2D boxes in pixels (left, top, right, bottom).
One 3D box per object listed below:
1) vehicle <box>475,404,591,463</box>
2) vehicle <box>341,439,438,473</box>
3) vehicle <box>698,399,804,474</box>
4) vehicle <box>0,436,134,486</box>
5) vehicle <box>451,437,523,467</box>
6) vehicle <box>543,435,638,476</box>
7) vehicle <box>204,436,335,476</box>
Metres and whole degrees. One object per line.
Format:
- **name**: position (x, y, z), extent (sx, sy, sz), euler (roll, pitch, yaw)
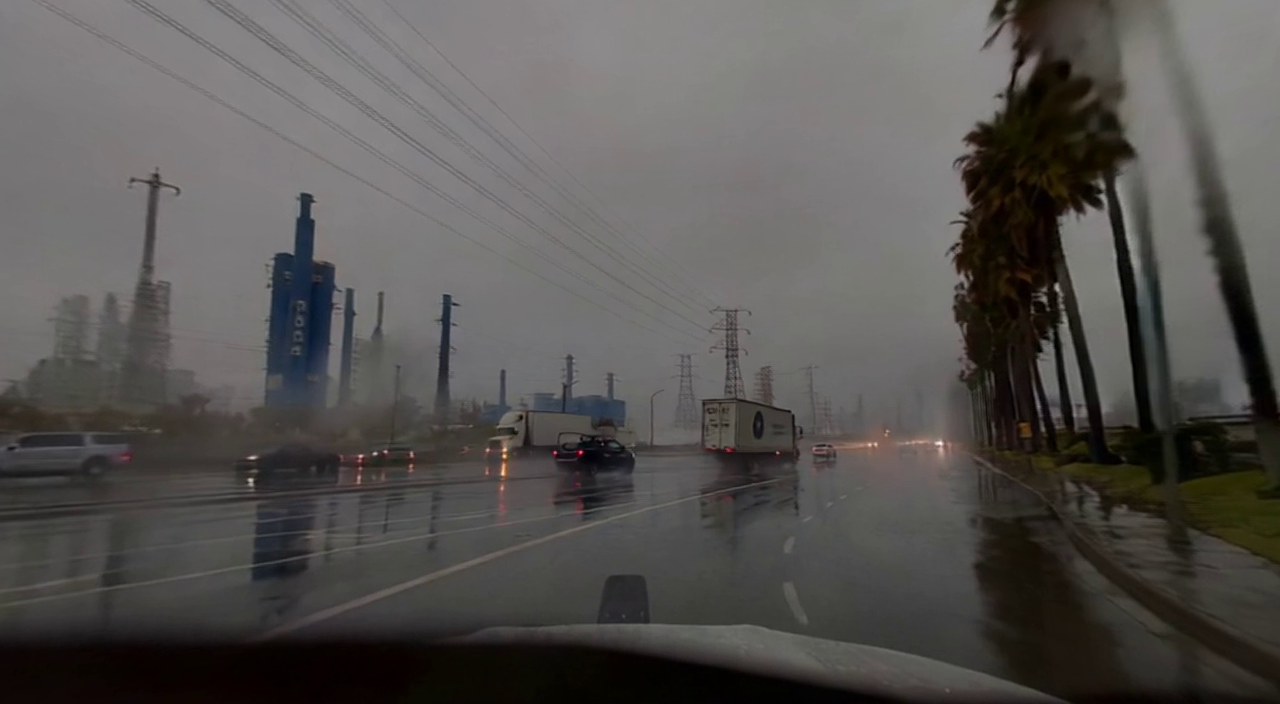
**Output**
- **vehicle**: position (-7.994, 6.671, 49.731), extent (2.907, 3.760, 11.193), euler (-5, -13, 26)
- **vehicle**: position (-12.714, 5.378, 32.332), extent (1.785, 1.502, 4.457), euler (-6, -13, 27)
- **vehicle**: position (7.198, 5.279, 38.970), extent (2.903, 3.933, 11.567), euler (-5, -10, 28)
- **vehicle**: position (-19.258, 3.444, 20.083), extent (1.792, 1.451, 4.419), euler (-5, -10, 28)
- **vehicle**: position (-9.431, 6.274, 39.208), extent (1.833, 1.578, 4.412), euler (-9, -15, 27)
- **vehicle**: position (-2.459, 5.412, 33.222), extent (2.266, 1.950, 5.866), euler (-4, -9, 26)
- **vehicle**: position (-15.933, 4.493, 27.384), extent (1.847, 1.567, 4.532), euler (-5, -10, 27)
